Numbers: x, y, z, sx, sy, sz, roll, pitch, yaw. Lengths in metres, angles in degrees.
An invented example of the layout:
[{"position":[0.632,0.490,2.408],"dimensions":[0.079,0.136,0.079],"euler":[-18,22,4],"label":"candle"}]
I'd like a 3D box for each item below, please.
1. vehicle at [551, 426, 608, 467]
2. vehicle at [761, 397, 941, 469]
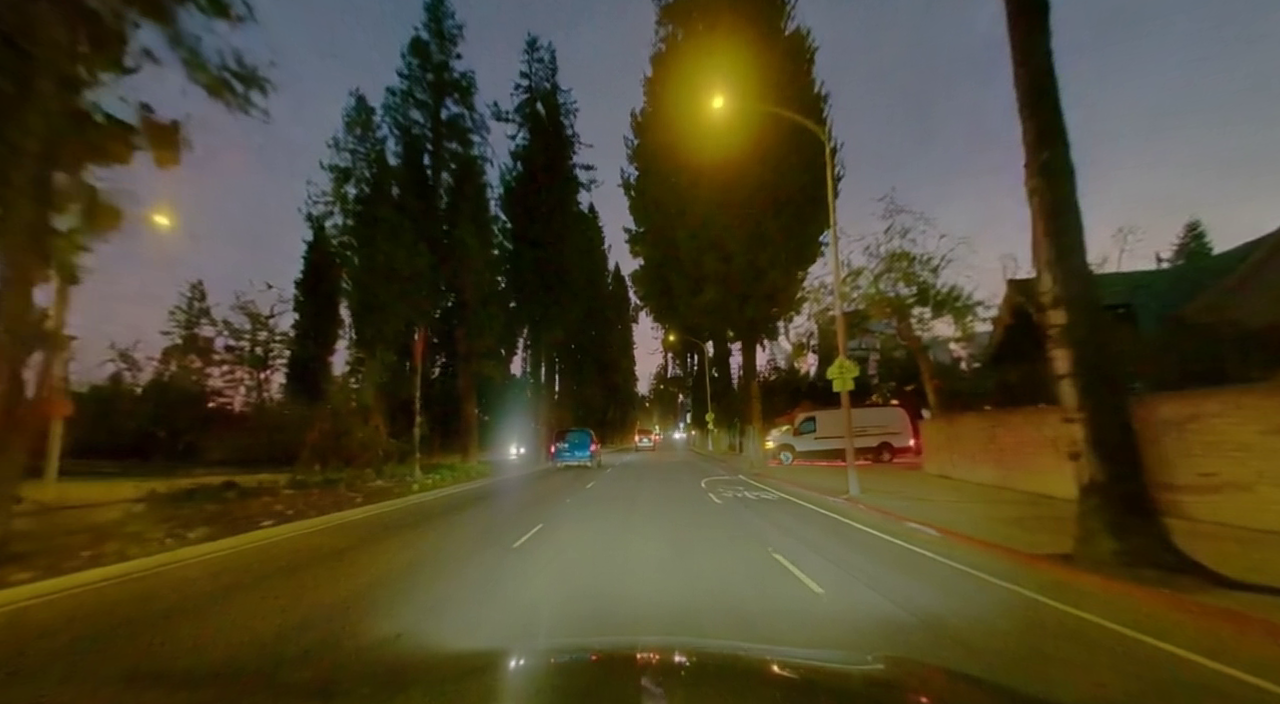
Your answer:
[{"position":[-2.928,4.722,31.396],"dimensions":[2.281,1.837,4.845],"euler":[0,-8,1],"label":"vehicle"},{"position":[9.274,3.649,28.531],"dimensions":[7.177,2.935,3.132],"euler":[0,-7,6],"label":"vehicle"}]
